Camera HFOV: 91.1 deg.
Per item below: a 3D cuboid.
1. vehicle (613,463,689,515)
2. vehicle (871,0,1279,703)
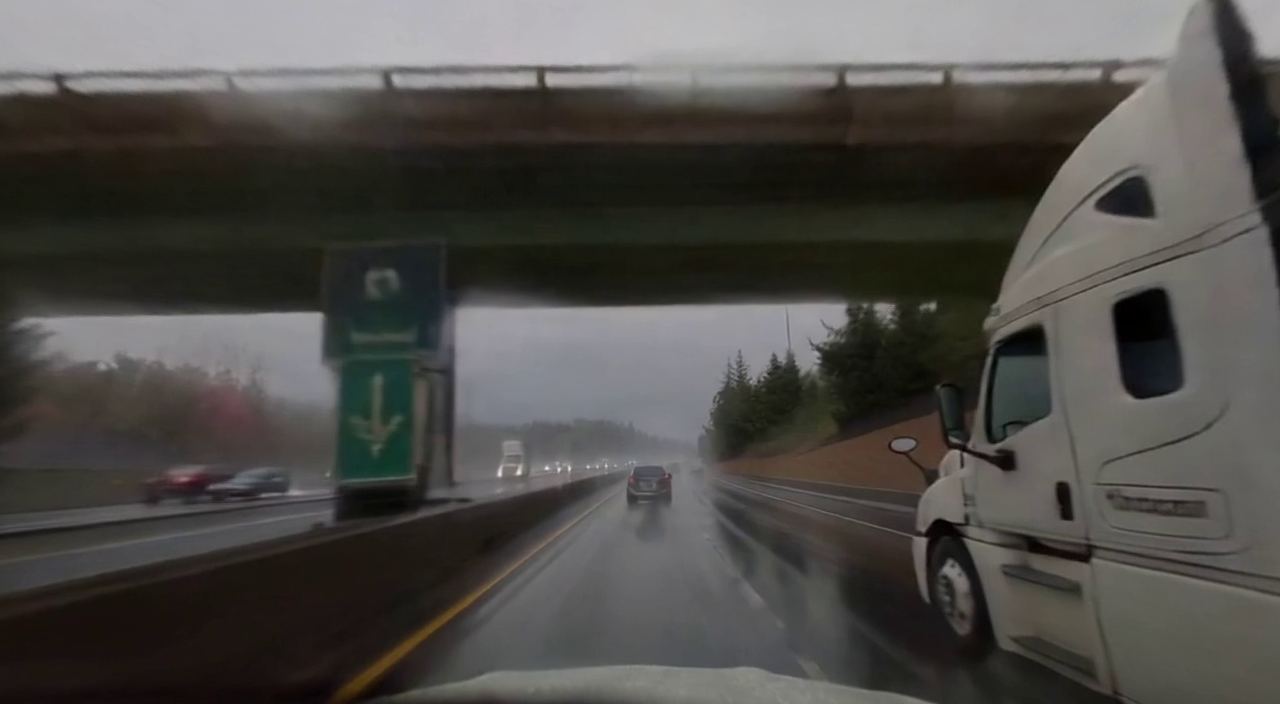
[{"bbox_3d":[0.328,4.237,19.720,2.156,1.444,3.762,1,-10,0],"label":"vehicle"},{"bbox_3d":[4.346,0.339,4.514,3.008,3.920,5.910,1,-10,0],"label":"vehicle"}]
